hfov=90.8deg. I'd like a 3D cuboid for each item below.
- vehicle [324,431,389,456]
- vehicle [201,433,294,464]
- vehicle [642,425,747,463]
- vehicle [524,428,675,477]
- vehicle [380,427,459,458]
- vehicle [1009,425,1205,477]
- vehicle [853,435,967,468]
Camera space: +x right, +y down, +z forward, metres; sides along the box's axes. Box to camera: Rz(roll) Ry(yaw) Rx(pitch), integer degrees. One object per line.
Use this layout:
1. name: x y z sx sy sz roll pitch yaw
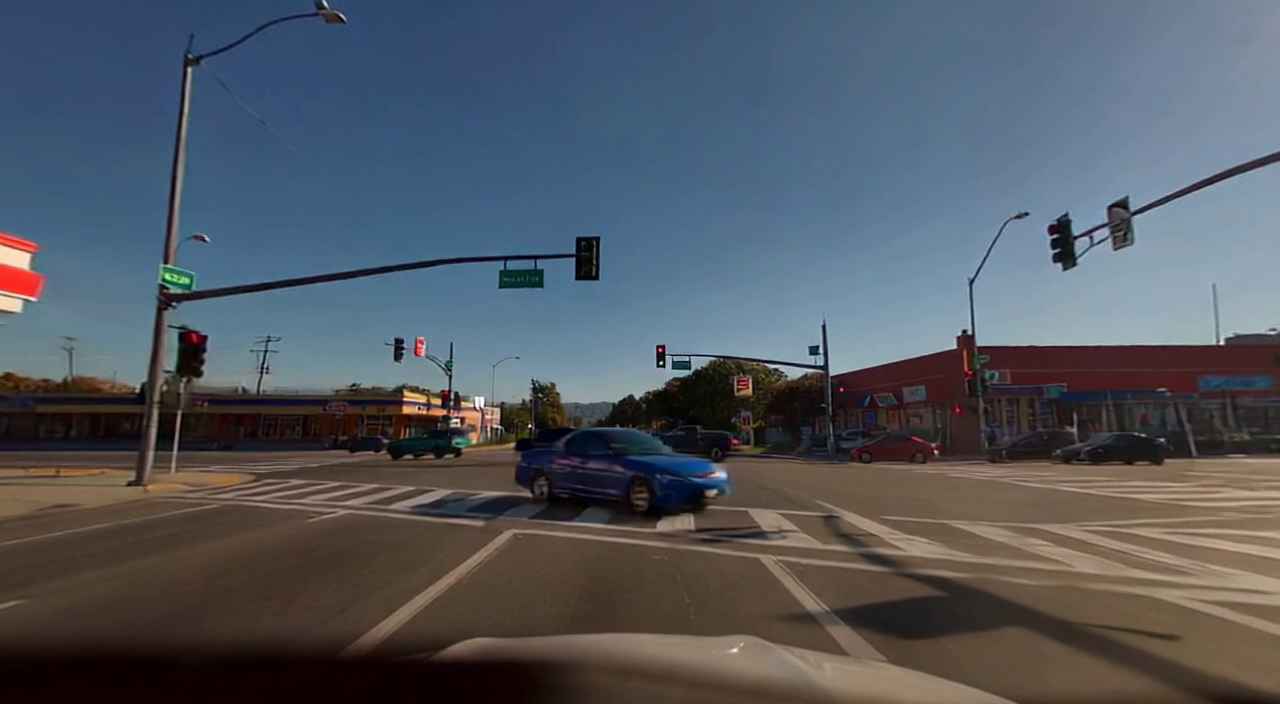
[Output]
1. vehicle: -20.373 6.612 45.373 4.433 1.717 1.839 -5 -10 27
2. vehicle: -19.811 4.875 31.857 4.670 1.458 1.959 -5 -10 31
3. vehicle: 2.522 4.346 29.679 4.562 1.676 1.819 -4 -10 26
4. vehicle: -1.406 3.357 21.195 4.806 1.482 1.862 -5 -10 29
5. vehicle: -13.046 5.363 37.313 4.311 1.742 1.864 -4 -10 26
6. vehicle: 14.757 3.179 20.378 4.681 1.495 2.096 -4 -10 26
7. vehicle: 13.090 4.851 30.790 4.792 1.467 1.831 -6 -10 32
